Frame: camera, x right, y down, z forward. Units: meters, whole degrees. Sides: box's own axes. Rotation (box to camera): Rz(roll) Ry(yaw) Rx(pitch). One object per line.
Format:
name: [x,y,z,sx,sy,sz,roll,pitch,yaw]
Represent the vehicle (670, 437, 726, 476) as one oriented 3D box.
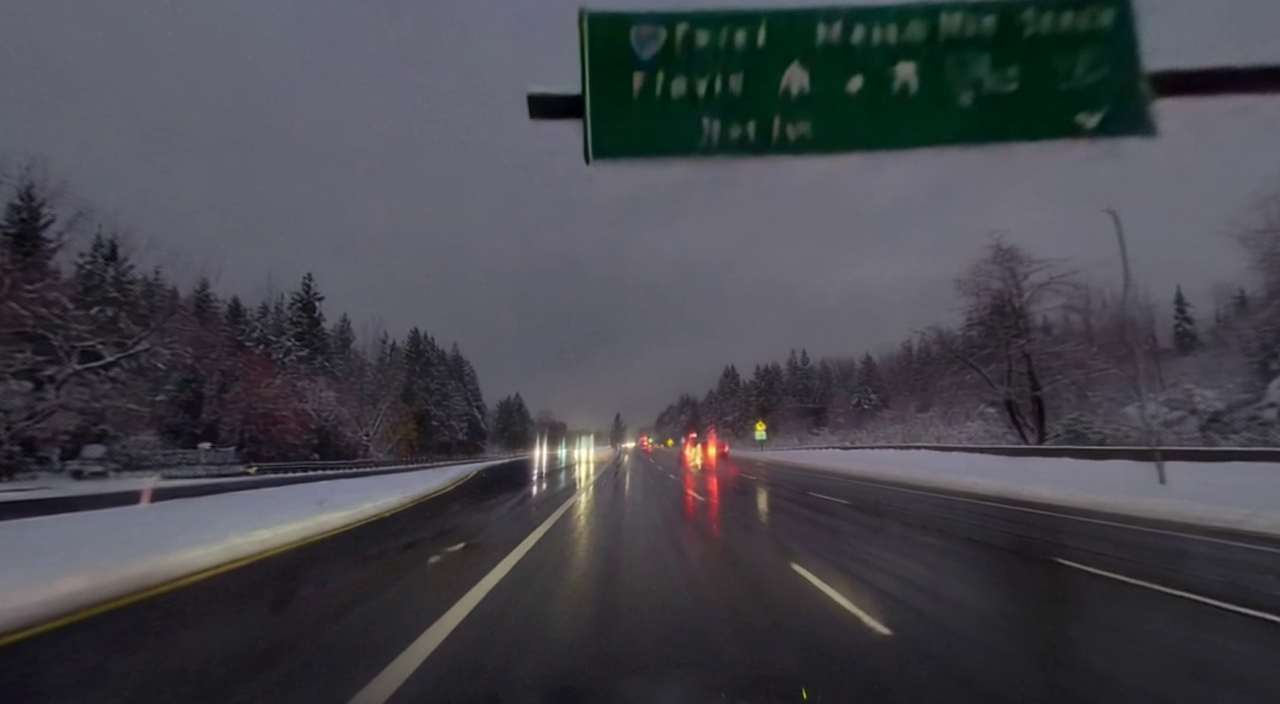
vehicle: [2.652,4.944,30.068,2.066,1.683,4.675,0,-8,-2]
